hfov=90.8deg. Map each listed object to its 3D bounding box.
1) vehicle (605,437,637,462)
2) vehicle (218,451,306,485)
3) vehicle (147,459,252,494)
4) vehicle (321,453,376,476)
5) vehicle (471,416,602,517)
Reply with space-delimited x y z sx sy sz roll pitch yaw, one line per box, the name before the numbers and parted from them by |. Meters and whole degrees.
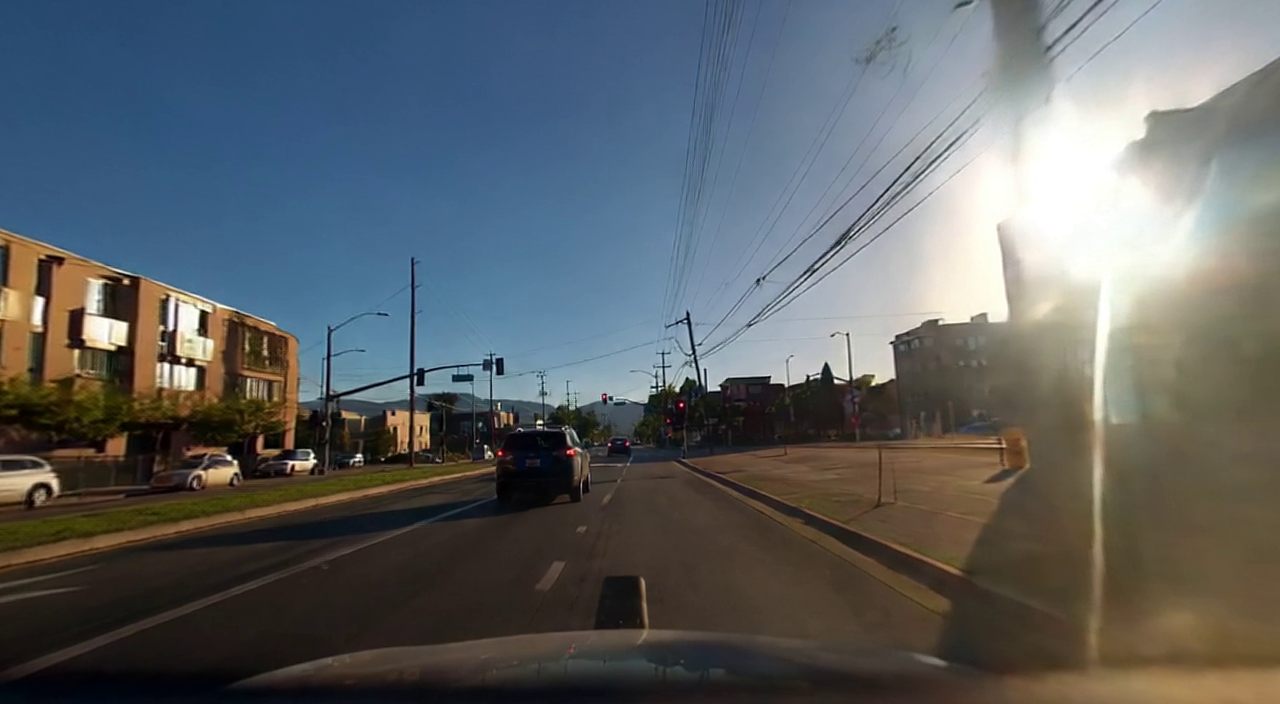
vehicle | -1.282 6.828 44.330 2.144 1.681 3.855 0 -9 -1
vehicle | -20.420 6.266 34.391 1.989 1.689 4.388 0 -9 1
vehicle | -20.457 5.759 29.596 1.790 1.415 4.450 0 -9 -2
vehicle | -20.505 7.902 44.634 1.826 1.430 4.426 0 -9 -1
vehicle | -1.948 2.323 13.224 2.022 1.757 4.041 0 -9 0
